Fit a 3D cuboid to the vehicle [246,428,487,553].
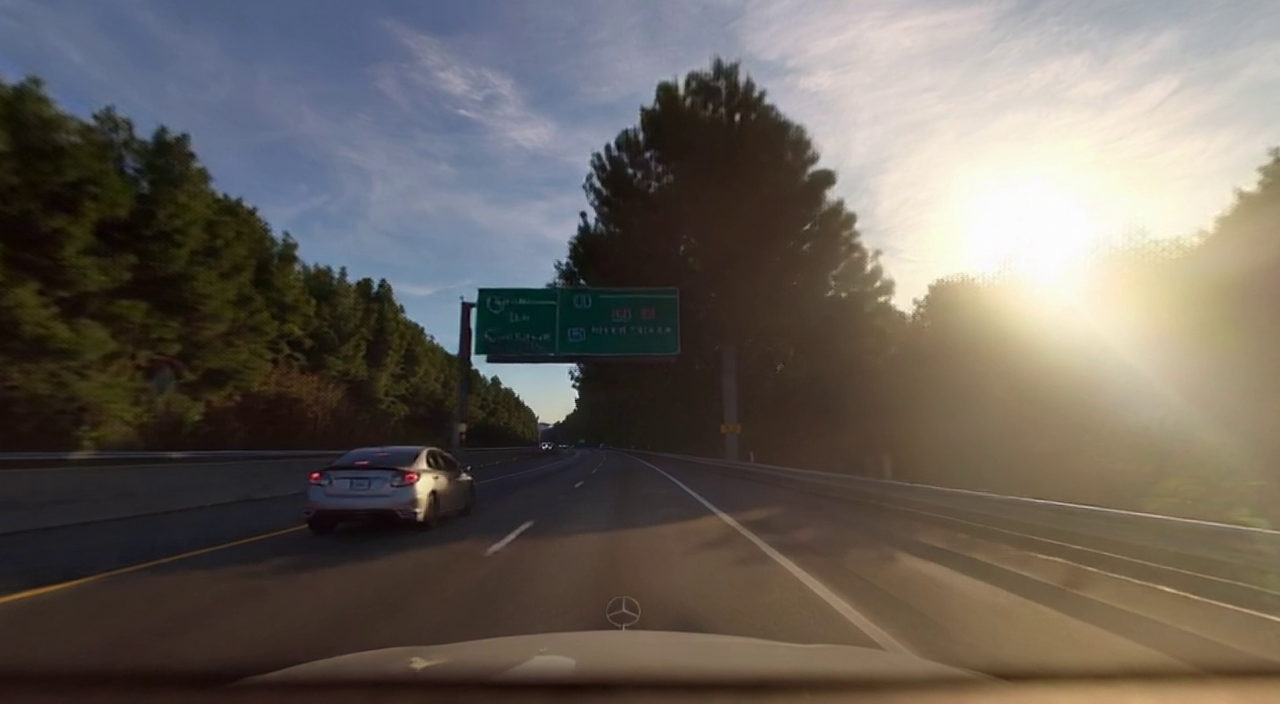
[{"bbox_3d":[-3.875,2.018,9.816,1.990,1.532,3.911,0,-9,0],"label":"vehicle"}]
